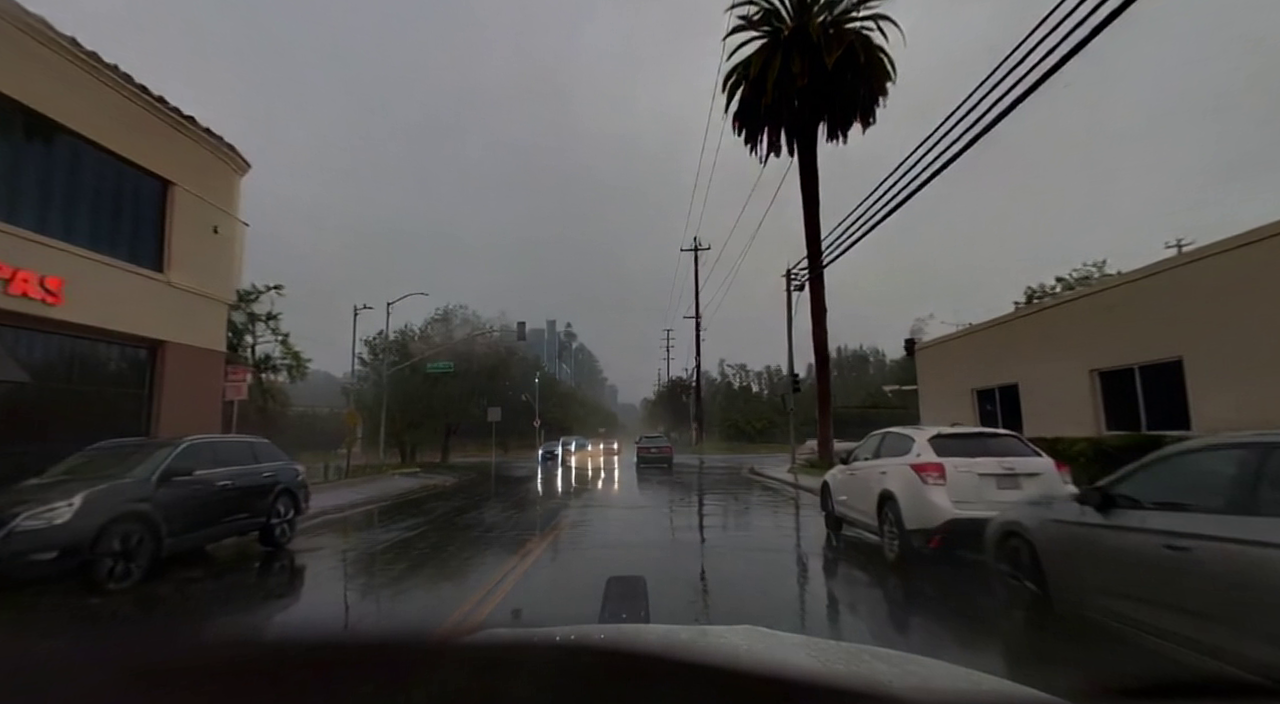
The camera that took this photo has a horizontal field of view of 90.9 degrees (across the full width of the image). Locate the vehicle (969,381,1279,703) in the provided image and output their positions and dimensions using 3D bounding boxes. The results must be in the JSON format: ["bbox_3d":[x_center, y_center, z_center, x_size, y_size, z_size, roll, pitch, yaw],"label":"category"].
[{"bbox_3d":[3.695,1.009,3.217,1.915,1.591,4.087,0,-8,2],"label":"vehicle"}]

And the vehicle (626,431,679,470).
[{"bbox_3d":[0.462,4.249,27.329,2.125,1.524,4.404,0,-8,-1],"label":"vehicle"}]

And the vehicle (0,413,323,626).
[{"bbox_3d":[-6.253,1.833,8.031,2.126,1.864,4.831,0,-8,-3],"label":"vehicle"}]
